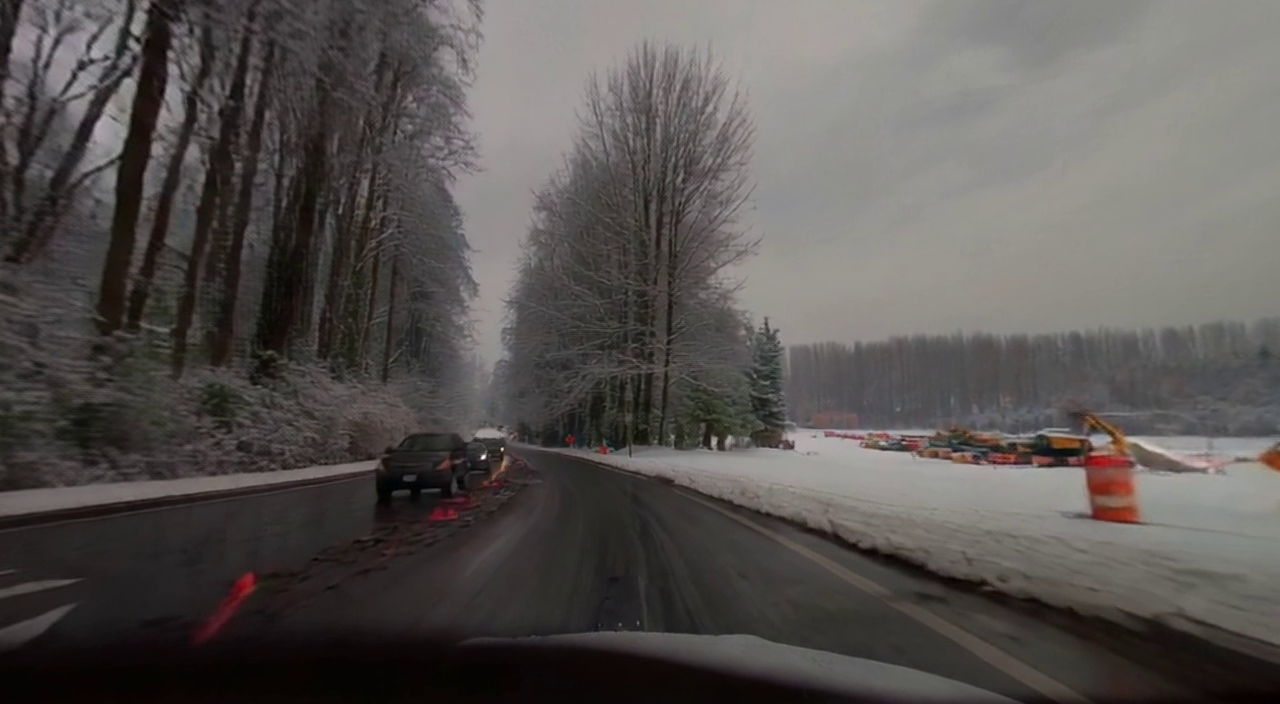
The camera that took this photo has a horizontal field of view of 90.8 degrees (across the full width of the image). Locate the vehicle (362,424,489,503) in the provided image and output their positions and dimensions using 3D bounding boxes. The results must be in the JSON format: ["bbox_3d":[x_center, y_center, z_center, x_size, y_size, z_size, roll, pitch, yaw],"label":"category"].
[{"bbox_3d":[-5.767,3.025,17.676,2.193,1.885,4.474,0,-8,-4],"label":"vehicle"}]
